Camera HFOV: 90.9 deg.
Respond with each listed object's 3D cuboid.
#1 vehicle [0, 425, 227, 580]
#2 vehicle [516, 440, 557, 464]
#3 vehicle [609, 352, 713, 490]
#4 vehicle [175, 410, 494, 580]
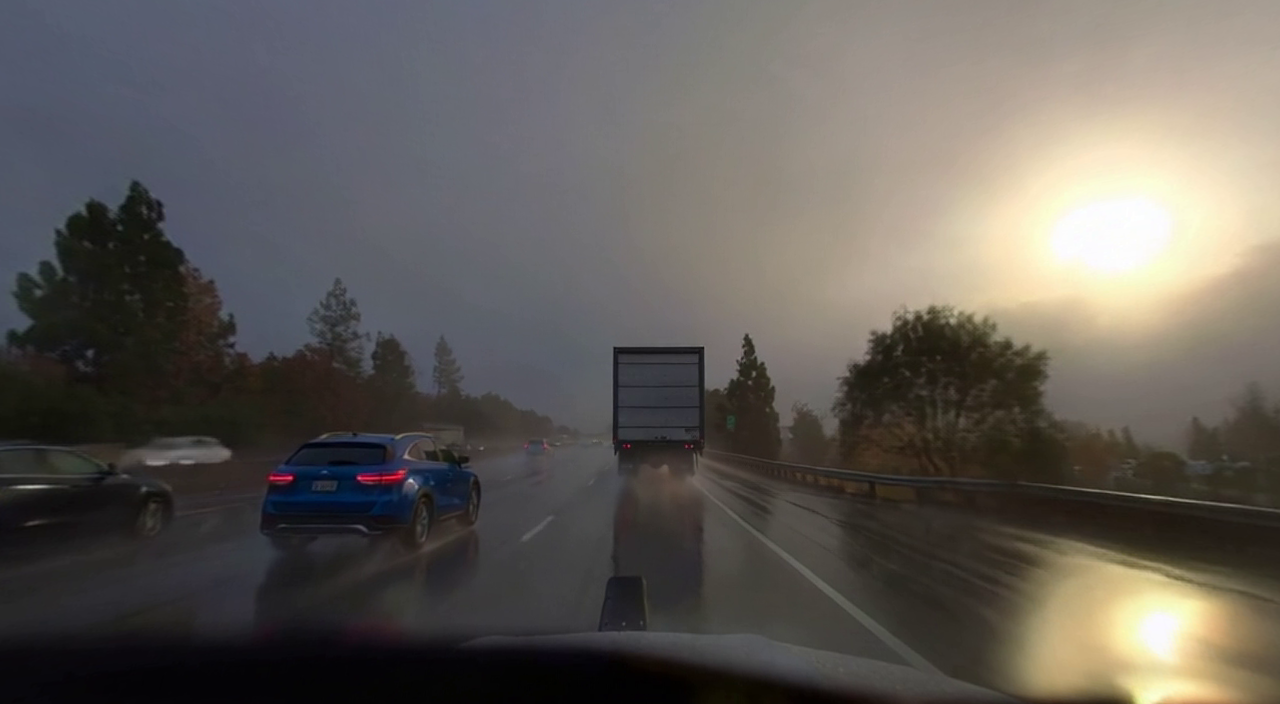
[{"bbox_3d":[-7.203,1.570,6.849,2.063,1.480,4.842,0,-9,1],"label":"vehicle"},{"bbox_3d":[-6.720,6.554,41.467,1.882,1.451,4.416,0,-9,1],"label":"vehicle"},{"bbox_3d":[0.637,2.686,22.931,2.870,3.841,10.653,0,-9,1],"label":"vehicle"},{"bbox_3d":[-3.536,1.736,8.445,2.077,1.671,4.249,0,-9,1],"label":"vehicle"}]
